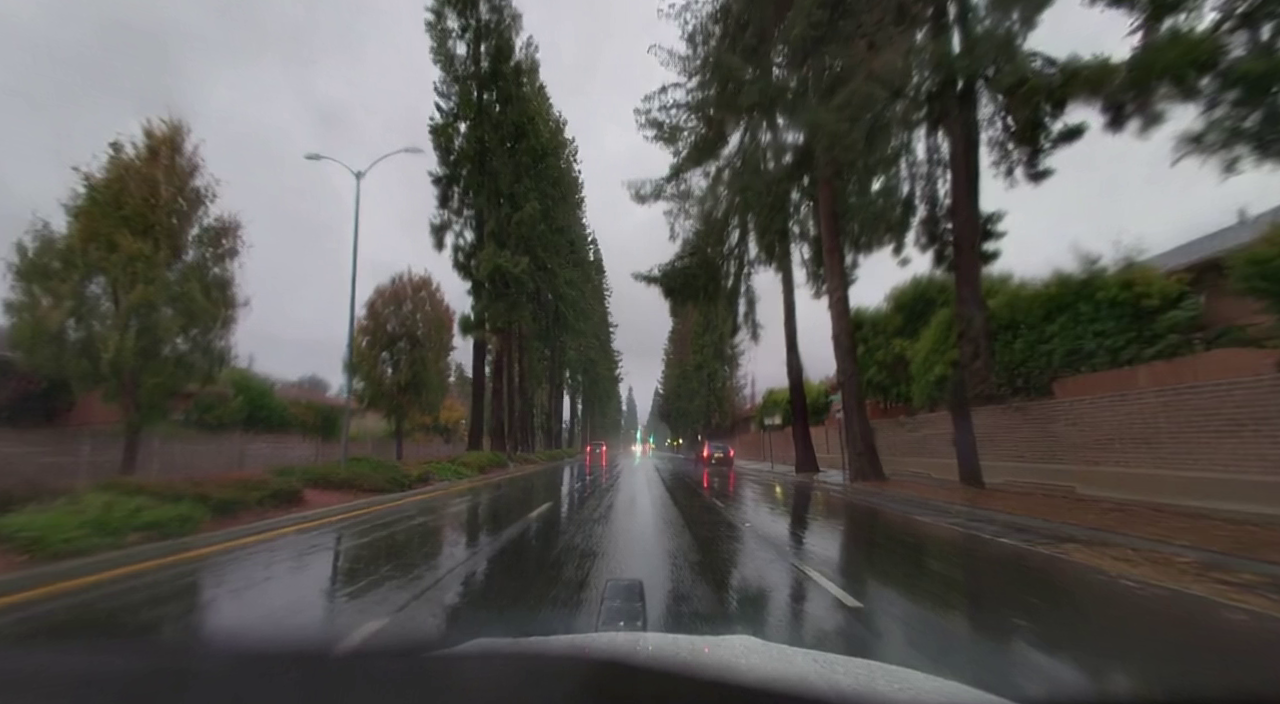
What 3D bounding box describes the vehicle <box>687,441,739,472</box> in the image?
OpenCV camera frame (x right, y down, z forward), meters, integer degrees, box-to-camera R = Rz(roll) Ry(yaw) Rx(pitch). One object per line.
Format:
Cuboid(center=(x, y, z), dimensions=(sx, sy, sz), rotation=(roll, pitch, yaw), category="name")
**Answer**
Cuboid(center=(3.989, 5.822, 35.351), dimensions=(2.237, 1.578, 4.621), rotation=(0, -8, -1), category="vehicle")
